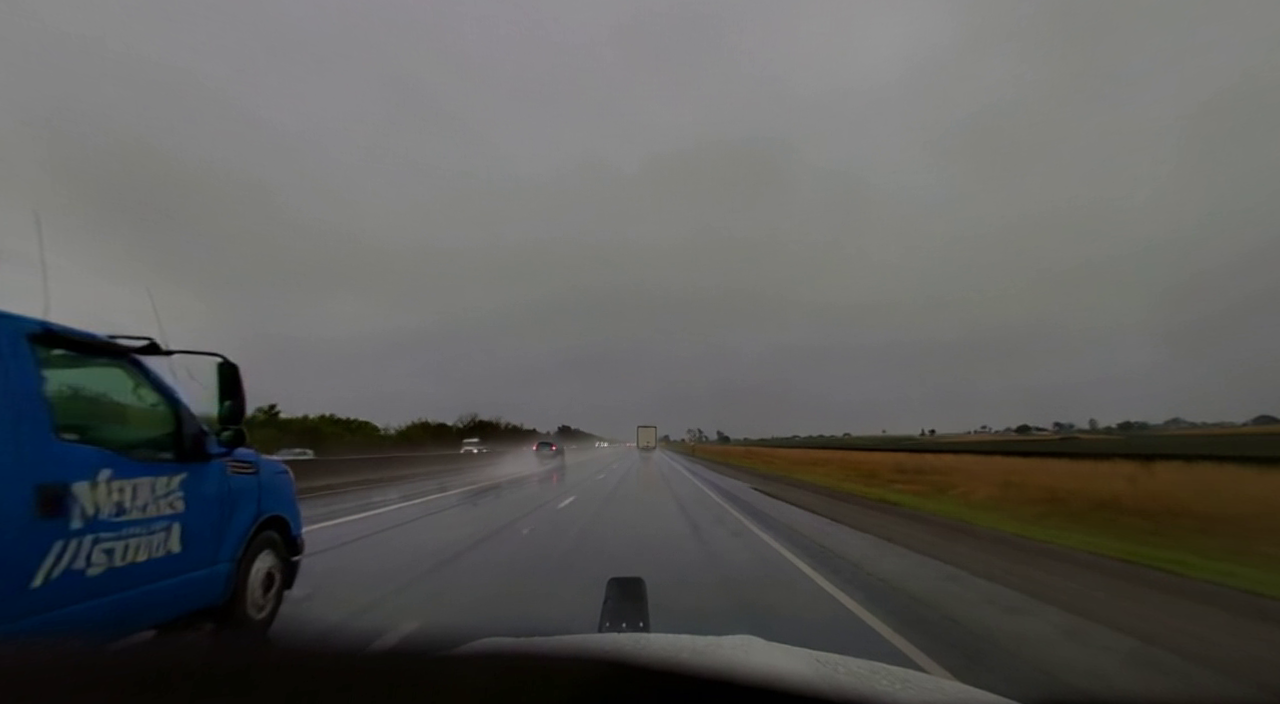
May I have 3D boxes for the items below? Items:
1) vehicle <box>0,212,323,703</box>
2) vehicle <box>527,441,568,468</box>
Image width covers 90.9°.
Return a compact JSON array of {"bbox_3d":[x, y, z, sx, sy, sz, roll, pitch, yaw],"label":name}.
[{"bbox_3d":[-3.796,0.495,1.246,2.791,2.330,6.725,0,-8,0],"label":"vehicle"},{"bbox_3d":[-6.758,7.523,46.533,2.193,1.866,4.807,0,-8,1],"label":"vehicle"}]
